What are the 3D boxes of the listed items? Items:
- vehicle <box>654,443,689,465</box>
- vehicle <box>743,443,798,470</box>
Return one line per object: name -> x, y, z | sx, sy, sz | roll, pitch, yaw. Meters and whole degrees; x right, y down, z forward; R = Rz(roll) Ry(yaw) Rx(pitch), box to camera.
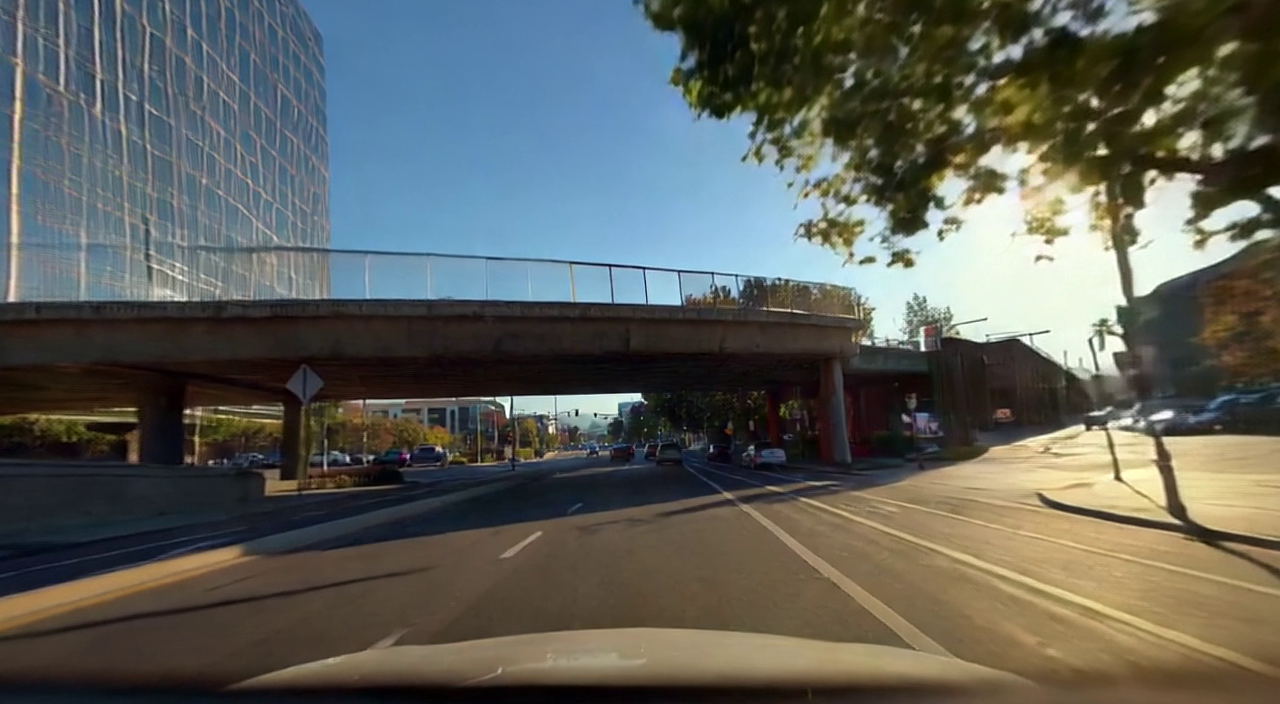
vehicle -> 2.135, 7.081, 43.881 | 2.280, 1.475, 4.051 | 0, -9, 1
vehicle -> 7.226, 5.821, 35.328 | 2.035, 1.435, 4.481 | 0, -9, -1
